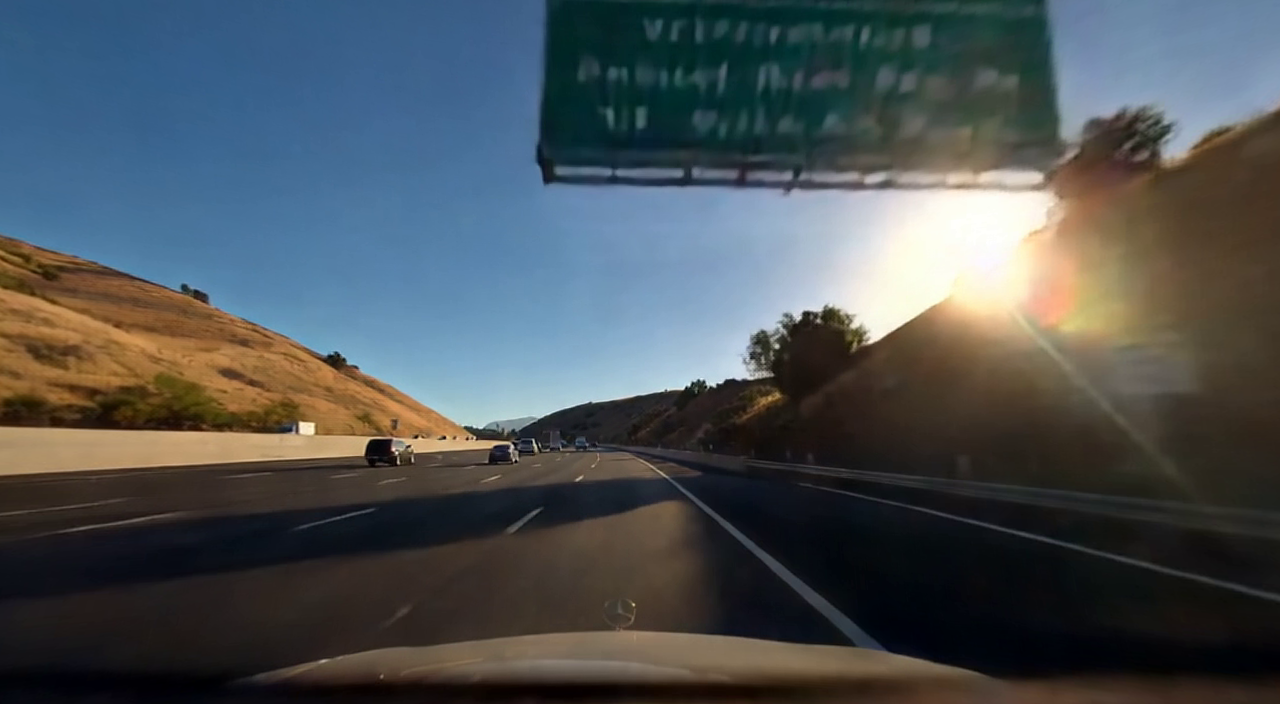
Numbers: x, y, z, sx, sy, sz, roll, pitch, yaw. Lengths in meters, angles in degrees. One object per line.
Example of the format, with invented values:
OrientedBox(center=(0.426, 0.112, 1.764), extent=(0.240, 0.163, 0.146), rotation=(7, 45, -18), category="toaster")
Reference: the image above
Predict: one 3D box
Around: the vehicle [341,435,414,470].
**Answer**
OrientedBox(center=(-15.894, 6.112, 38.639), extent=(2.240, 1.953, 5.452), rotation=(0, -9, -2), category="vehicle")

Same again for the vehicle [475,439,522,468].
OrientedBox(center=(-9.011, 6.472, 40.511), extent=(2.104, 1.715, 4.319), rotation=(0, -9, -1), category="vehicle")
